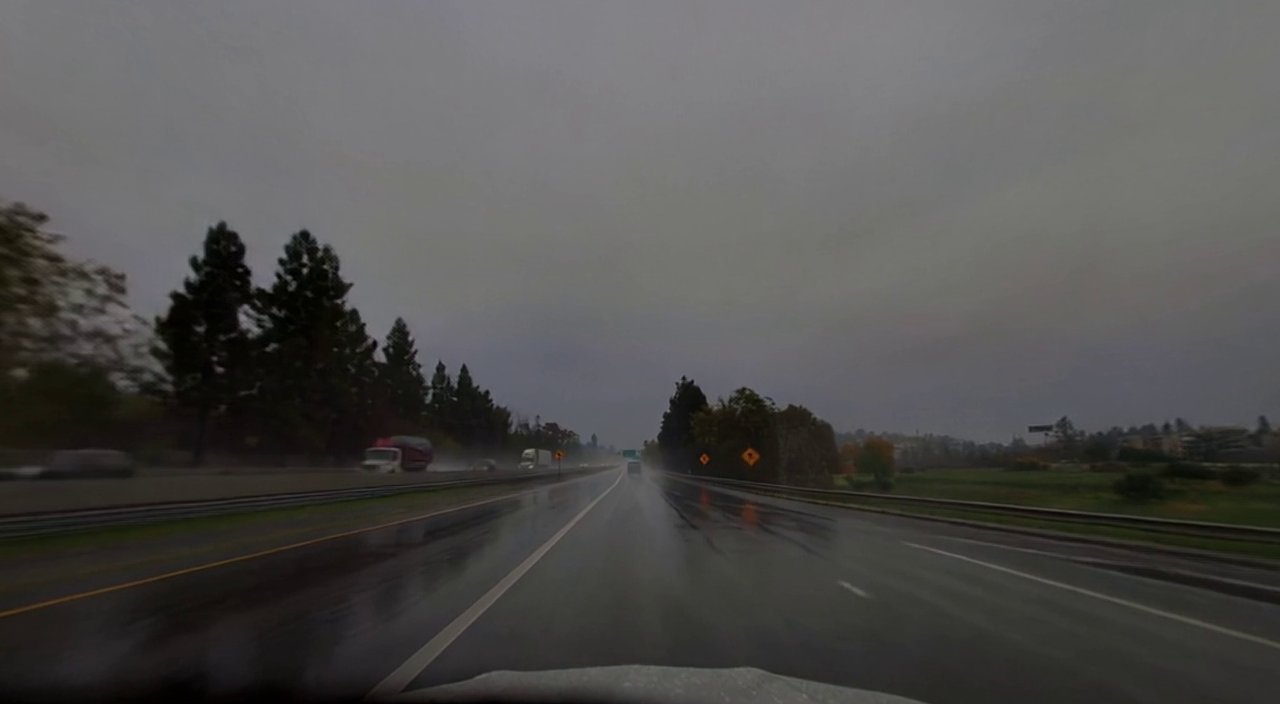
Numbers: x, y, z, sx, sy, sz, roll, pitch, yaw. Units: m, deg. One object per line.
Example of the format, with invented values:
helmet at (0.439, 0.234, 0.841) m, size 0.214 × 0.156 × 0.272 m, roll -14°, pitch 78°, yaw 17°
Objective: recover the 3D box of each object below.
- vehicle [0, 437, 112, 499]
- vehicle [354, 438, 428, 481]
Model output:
vehicle at (-16.132, 2.955, 16.105) m, size 1.780 × 1.458 × 3.948 m, roll 1°, pitch -10°, yaw 0°
vehicle at (-16.291, 7.134, 41.747) m, size 2.394 × 2.591 × 6.055 m, roll 1°, pitch -10°, yaw 0°
